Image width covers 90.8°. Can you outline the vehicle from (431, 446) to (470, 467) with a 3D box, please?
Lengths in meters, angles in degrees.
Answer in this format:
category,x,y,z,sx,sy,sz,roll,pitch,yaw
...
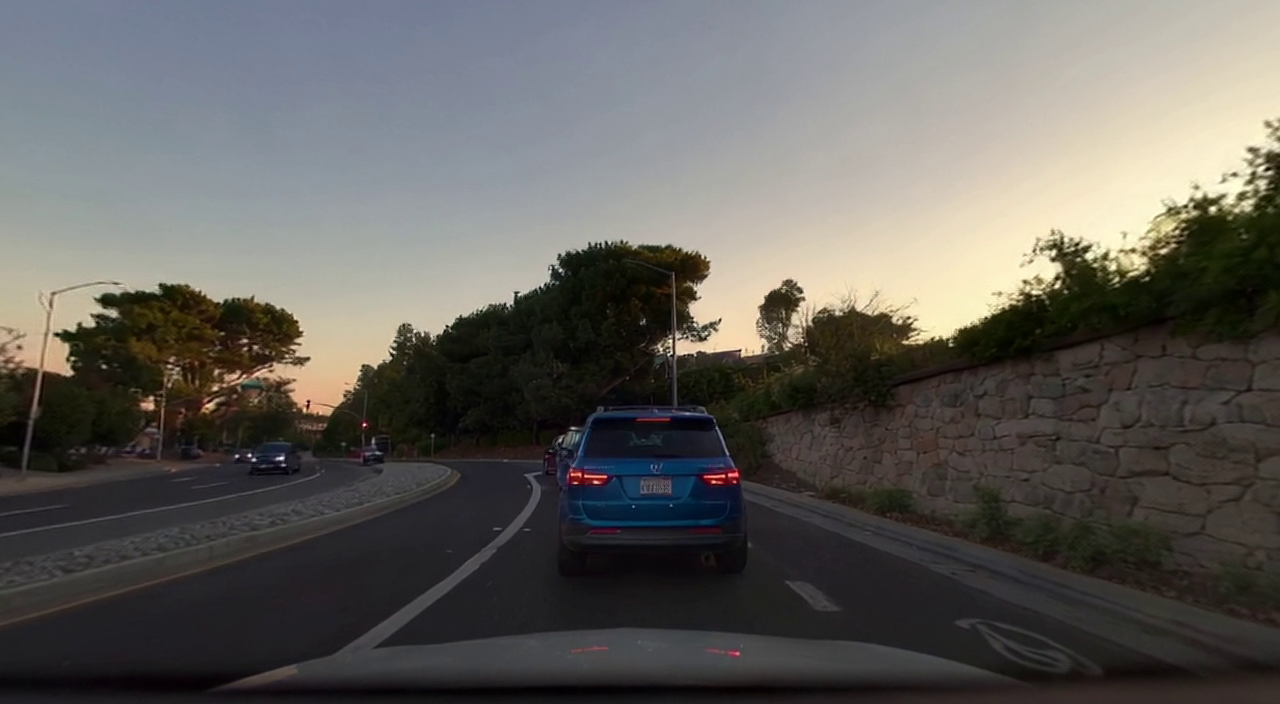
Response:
category,x,y,z,sx,sy,sz,roll,pitch,yaw
vehicle,-14.209,7.781,47.304,2.023,1.474,4.286,4,-9,-26

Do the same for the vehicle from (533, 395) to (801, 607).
category,x,y,z,sx,sy,sz,roll,pitch,yaw
vehicle,0.054,1.569,7.579,2.287,1.762,4.269,1,-8,-5

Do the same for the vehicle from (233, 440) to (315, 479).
category,x,y,z,sx,sy,sz,roll,pitch,yaw
vehicle,-17.438,5.108,30.398,2.317,1.695,4.538,2,-9,-17

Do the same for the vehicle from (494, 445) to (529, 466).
category,x,y,z,sx,sy,sz,roll,pitch,yaw
vehicle,-9.954,7.908,48.617,1.837,1.483,4.559,3,-9,-22
